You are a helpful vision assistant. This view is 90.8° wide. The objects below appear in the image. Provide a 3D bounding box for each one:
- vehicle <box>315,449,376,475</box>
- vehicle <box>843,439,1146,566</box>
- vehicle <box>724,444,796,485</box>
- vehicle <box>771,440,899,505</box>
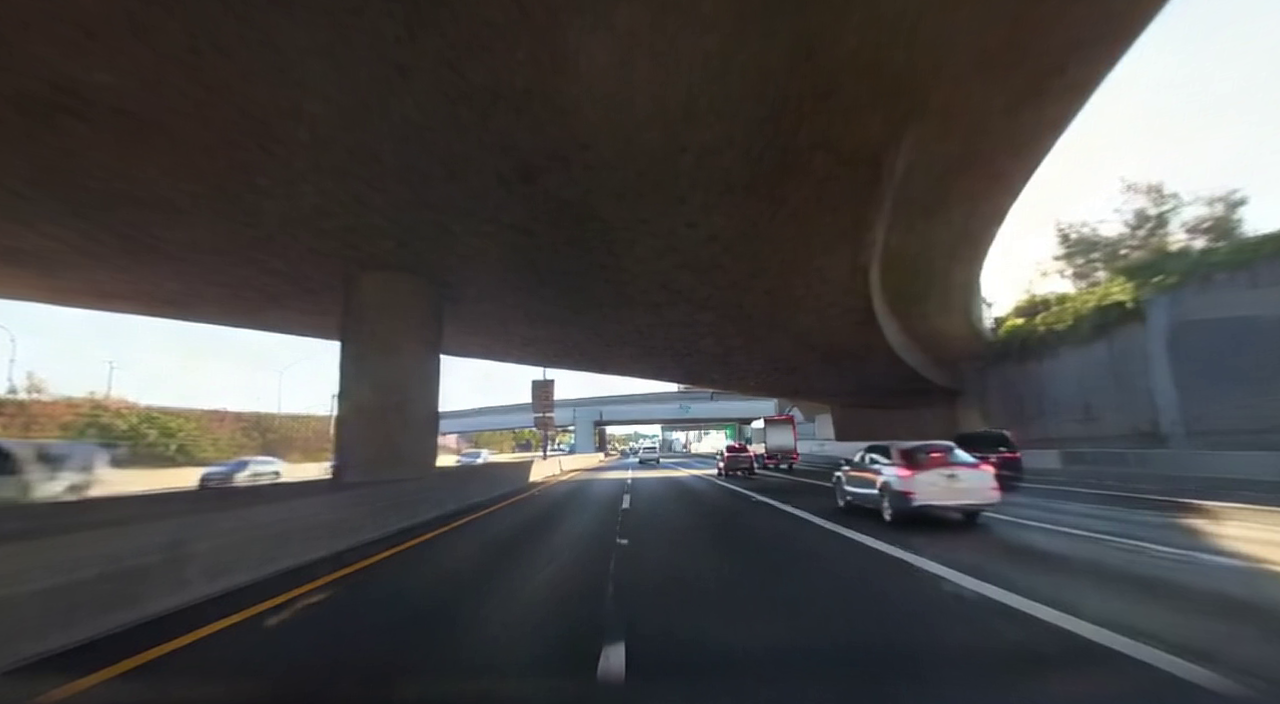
[{"bbox_3d":[-20.784,7.752,44.773,1.922,1.747,4.705,0,-8,2],"label":"vehicle"},{"bbox_3d":[4.833,2.077,9.562,1.987,1.448,4.356,0,-8,-1],"label":"vehicle"},{"bbox_3d":[4.762,4.510,25.710,1.927,1.489,4.478,0,-8,-1],"label":"vehicle"},{"bbox_3d":[5.137,3.234,17.480,1.915,1.512,4.812,0,-8,-1],"label":"vehicle"}]
